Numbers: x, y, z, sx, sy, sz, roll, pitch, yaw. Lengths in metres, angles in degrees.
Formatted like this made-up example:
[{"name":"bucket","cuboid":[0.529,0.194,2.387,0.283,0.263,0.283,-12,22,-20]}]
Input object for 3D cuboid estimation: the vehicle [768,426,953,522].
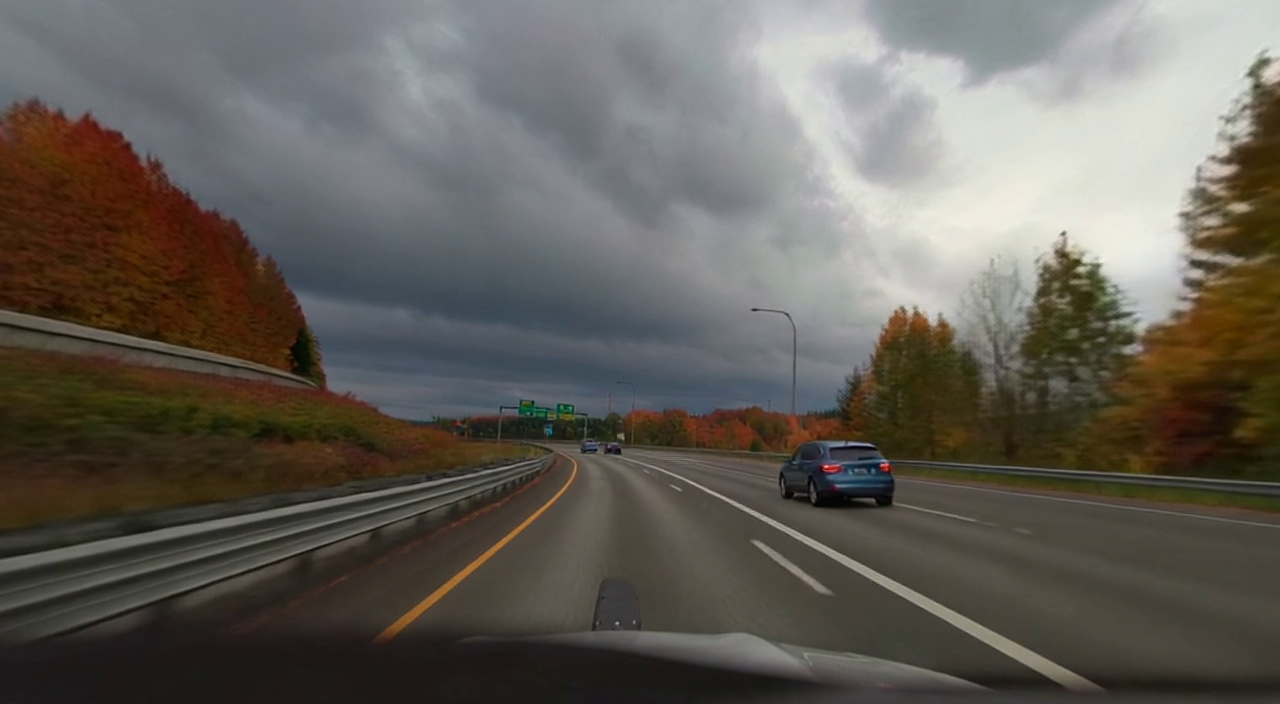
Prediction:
[{"name":"vehicle","cuboid":[4.052,2.319,12.367,1.952,1.536,4.036,0,-9,-3]}]
